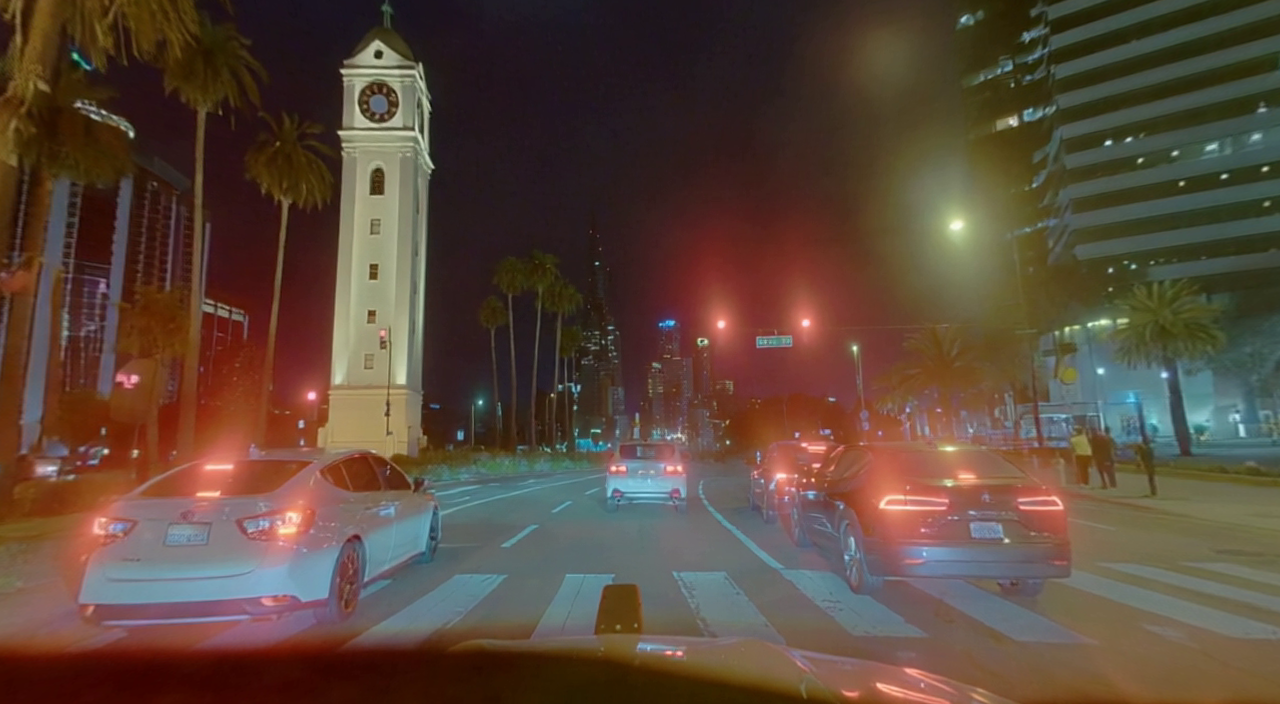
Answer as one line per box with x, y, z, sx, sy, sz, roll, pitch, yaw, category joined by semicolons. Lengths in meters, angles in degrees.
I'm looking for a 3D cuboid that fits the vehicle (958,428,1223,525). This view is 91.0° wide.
8.174;2.278;12.055;1.859;1.508;4.259;0;-9;-1;vehicle

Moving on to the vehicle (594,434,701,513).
0.179;2.618;14.003;2.048;1.503;3.681;0;-9;1;vehicle

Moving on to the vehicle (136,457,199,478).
-36.823;8.991;49.221;1.700;1.527;4.445;1;-9;-4;vehicle

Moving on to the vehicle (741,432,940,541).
3.093;2.165;10.838;1.913;1.469;4.425;0;-9;-1;vehicle

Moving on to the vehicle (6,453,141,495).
-26.693;5.721;29.961;2.105;1.793;4.812;0;-9;-3;vehicle
